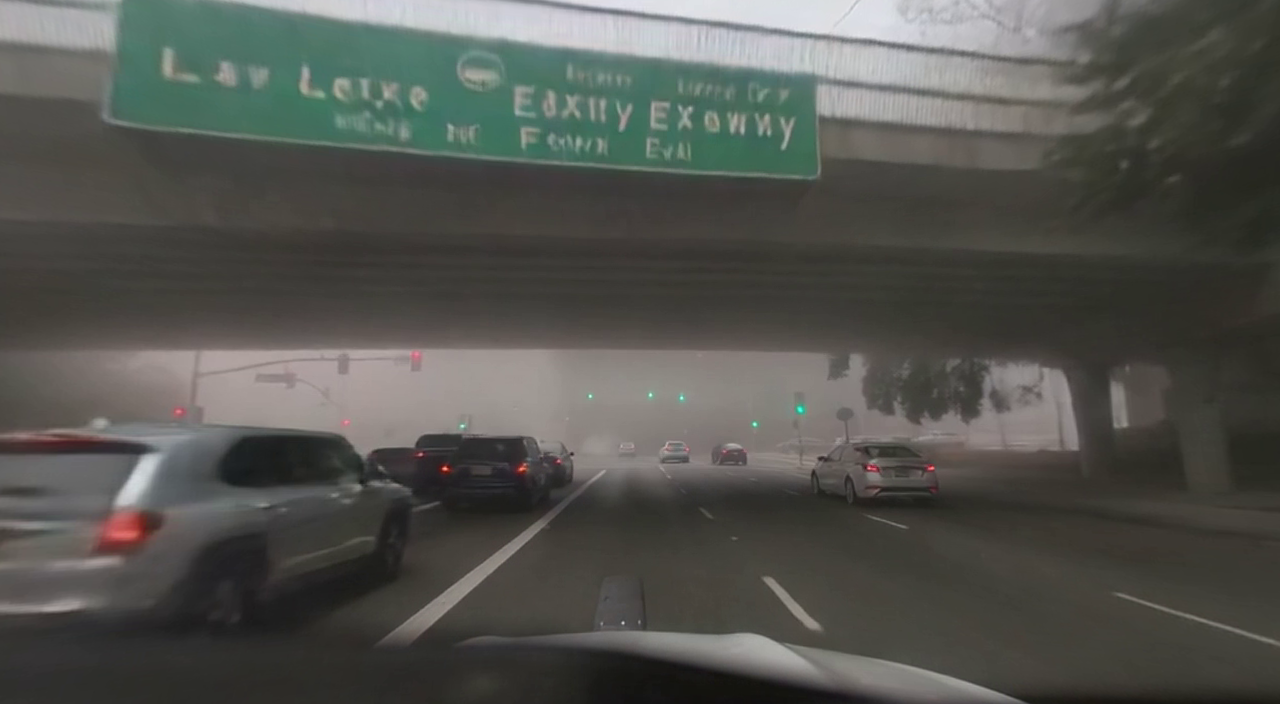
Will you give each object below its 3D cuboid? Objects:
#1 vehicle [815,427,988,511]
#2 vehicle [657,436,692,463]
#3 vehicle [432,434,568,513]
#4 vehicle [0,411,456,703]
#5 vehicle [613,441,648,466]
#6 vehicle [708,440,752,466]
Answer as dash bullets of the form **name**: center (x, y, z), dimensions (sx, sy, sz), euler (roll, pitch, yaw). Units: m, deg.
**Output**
- **vehicle**: center (5.796, 2.650, 14.684), dimensions (2.056, 1.624, 4.498), euler (0, -9, -1)
- **vehicle**: center (2.348, 6.814, 43.862), dimensions (2.034, 1.762, 4.420), euler (0, -9, -2)
- **vehicle**: center (-2.927, 2.649, 14.200), dimensions (1.980, 1.491, 4.351), euler (0, -9, 1)
- **vehicle**: center (-3.245, 1.349, 5.295), dimensions (2.041, 1.466, 4.212), euler (0, -9, 1)
- **vehicle**: center (-0.612, 6.243, 38.807), dimensions (2.026, 1.453, 3.780), euler (0, -9, -2)
- **vehicle**: center (5.504, 6.247, 38.966), dimensions (1.924, 1.527, 4.268), euler (0, -9, -2)
